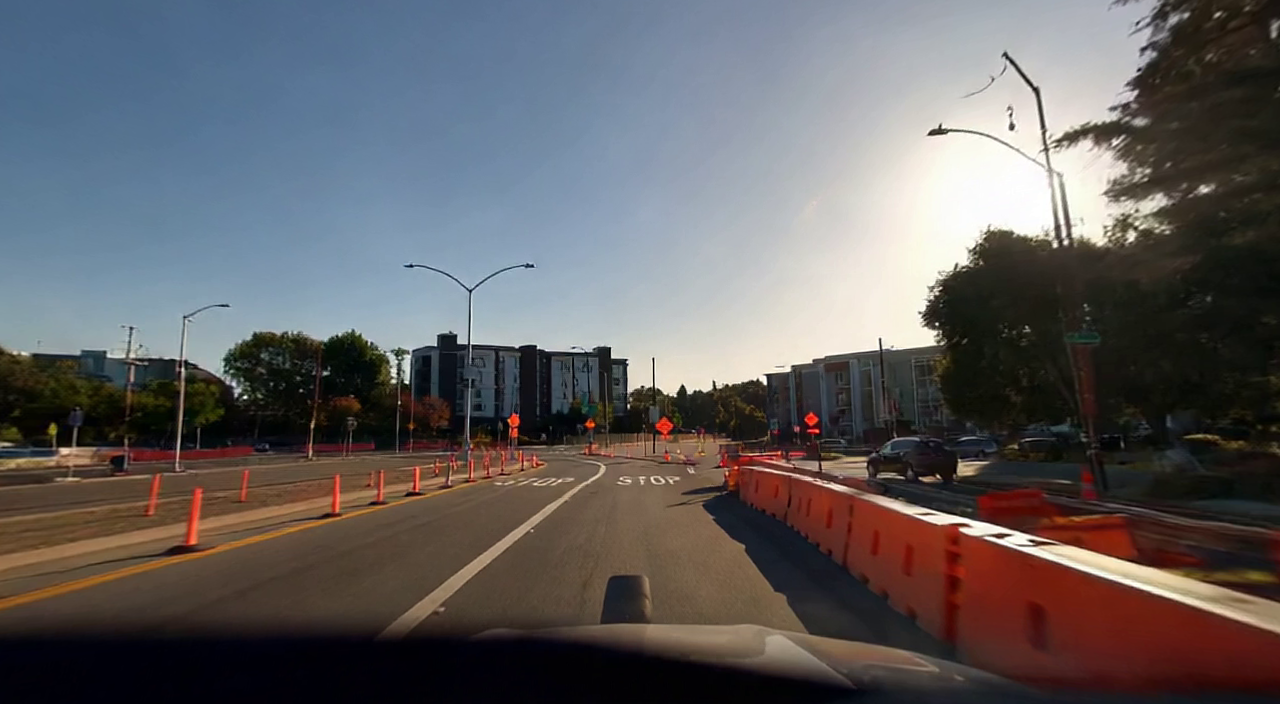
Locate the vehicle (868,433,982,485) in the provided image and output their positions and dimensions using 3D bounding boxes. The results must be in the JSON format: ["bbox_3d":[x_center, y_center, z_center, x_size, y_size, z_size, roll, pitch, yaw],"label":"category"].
[{"bbox_3d":[10.513,3.983,23.736,1.961,1.754,4.889,0,-9,0],"label":"vehicle"}]

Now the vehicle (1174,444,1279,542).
[{"bbox_3d":[10.427,2.010,8.825,1.934,1.429,4.472,0,-8,-1],"label":"vehicle"}]

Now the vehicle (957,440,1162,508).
[{"bbox_3d":[10.409,3.031,16.192,2.000,1.487,4.548,0,-8,-2],"label":"vehicle"}]

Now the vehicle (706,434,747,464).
[{"bbox_3d":[5.480,6.234,40.444,2.150,1.779,4.423,0,-9,2],"label":"vehicle"}]
